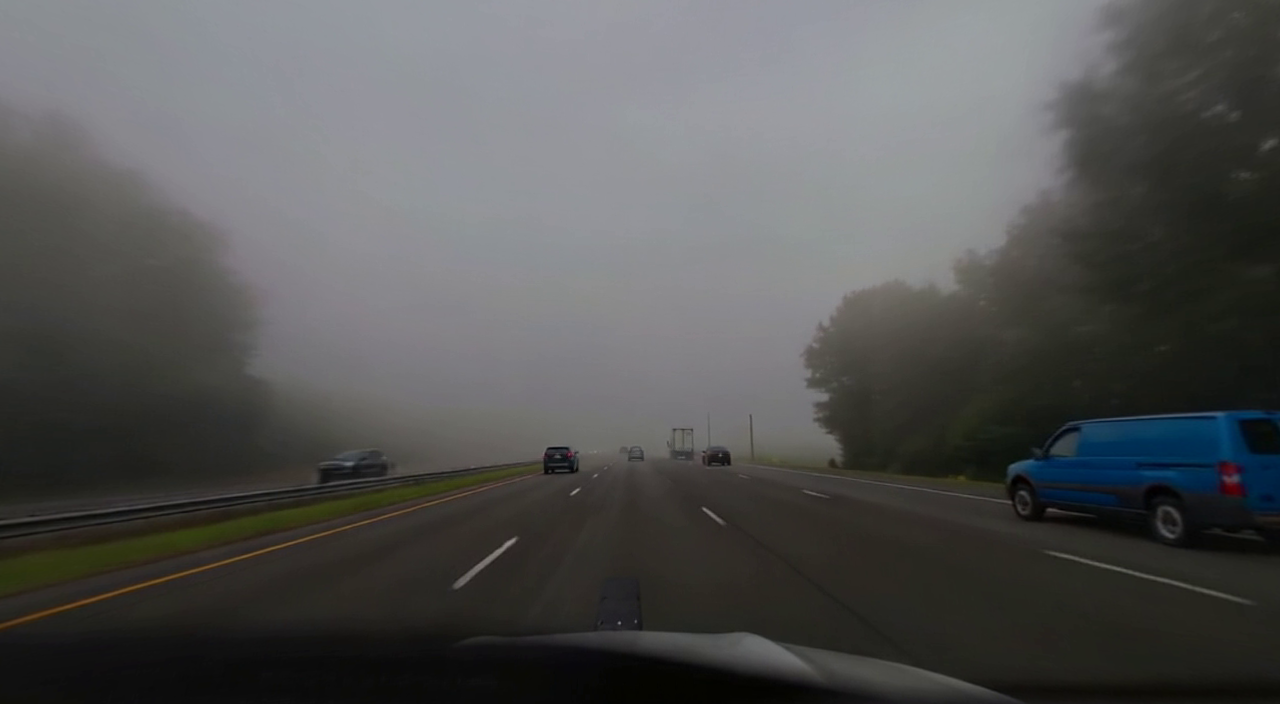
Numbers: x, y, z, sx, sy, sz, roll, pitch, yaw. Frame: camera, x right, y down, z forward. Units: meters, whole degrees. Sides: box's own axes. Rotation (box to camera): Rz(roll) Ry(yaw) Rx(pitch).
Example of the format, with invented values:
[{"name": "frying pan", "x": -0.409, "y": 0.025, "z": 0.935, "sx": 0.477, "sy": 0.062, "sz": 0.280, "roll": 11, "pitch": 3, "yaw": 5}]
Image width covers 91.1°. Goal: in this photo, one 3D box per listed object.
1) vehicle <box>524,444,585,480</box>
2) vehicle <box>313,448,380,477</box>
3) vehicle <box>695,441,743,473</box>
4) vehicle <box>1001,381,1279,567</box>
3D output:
[{"name": "vehicle", "x": -3.831, "y": 5.030, "z": 29.030, "sx": 2.160, "sy": 1.530, "sz": 4.500, "roll": 0, "pitch": -9, "yaw": 0}, {"name": "vehicle", "x": -15.210, "y": 5.707, "z": 32.759, "sx": 1.834, "sy": 1.406, "sz": 3.539, "roll": 0, "pitch": -9, "yaw": -2}, {"name": "vehicle", "x": 4.347, "y": 5.882, "z": 35.346, "sx": 2.069, "sy": 1.625, "sz": 4.832, "roll": 0, "pitch": -9, "yaw": 0}, {"name": "vehicle", "x": 7.746, "y": 1.636, "z": 8.957, "sx": 2.133, "sy": 1.933, "sz": 4.986, "roll": 0, "pitch": -9, "yaw": -1}]
